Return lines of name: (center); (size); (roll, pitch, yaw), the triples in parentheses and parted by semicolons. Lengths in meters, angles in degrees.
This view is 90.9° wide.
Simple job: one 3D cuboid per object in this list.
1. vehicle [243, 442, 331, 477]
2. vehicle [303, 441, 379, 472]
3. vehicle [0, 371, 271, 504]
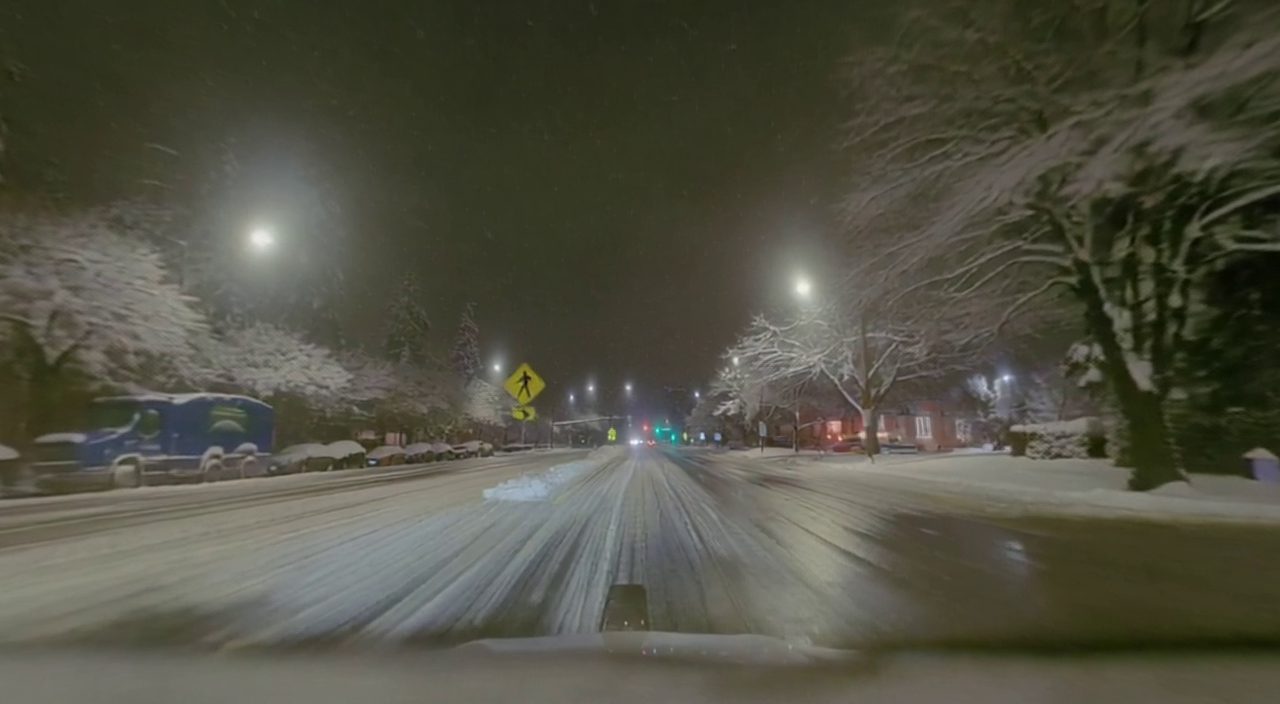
vehicle: (-18.004, 5.484, 32.451); (1.892, 1.681, 4.596); (0, -8, 0)
vehicle: (-17.849, 6.239, 37.907); (2.200, 1.730, 4.886); (0, -8, -1)
vehicle: (-17.772, 3.197, 23.431); (3.028, 3.724, 9.001); (-5, -8, -2)
